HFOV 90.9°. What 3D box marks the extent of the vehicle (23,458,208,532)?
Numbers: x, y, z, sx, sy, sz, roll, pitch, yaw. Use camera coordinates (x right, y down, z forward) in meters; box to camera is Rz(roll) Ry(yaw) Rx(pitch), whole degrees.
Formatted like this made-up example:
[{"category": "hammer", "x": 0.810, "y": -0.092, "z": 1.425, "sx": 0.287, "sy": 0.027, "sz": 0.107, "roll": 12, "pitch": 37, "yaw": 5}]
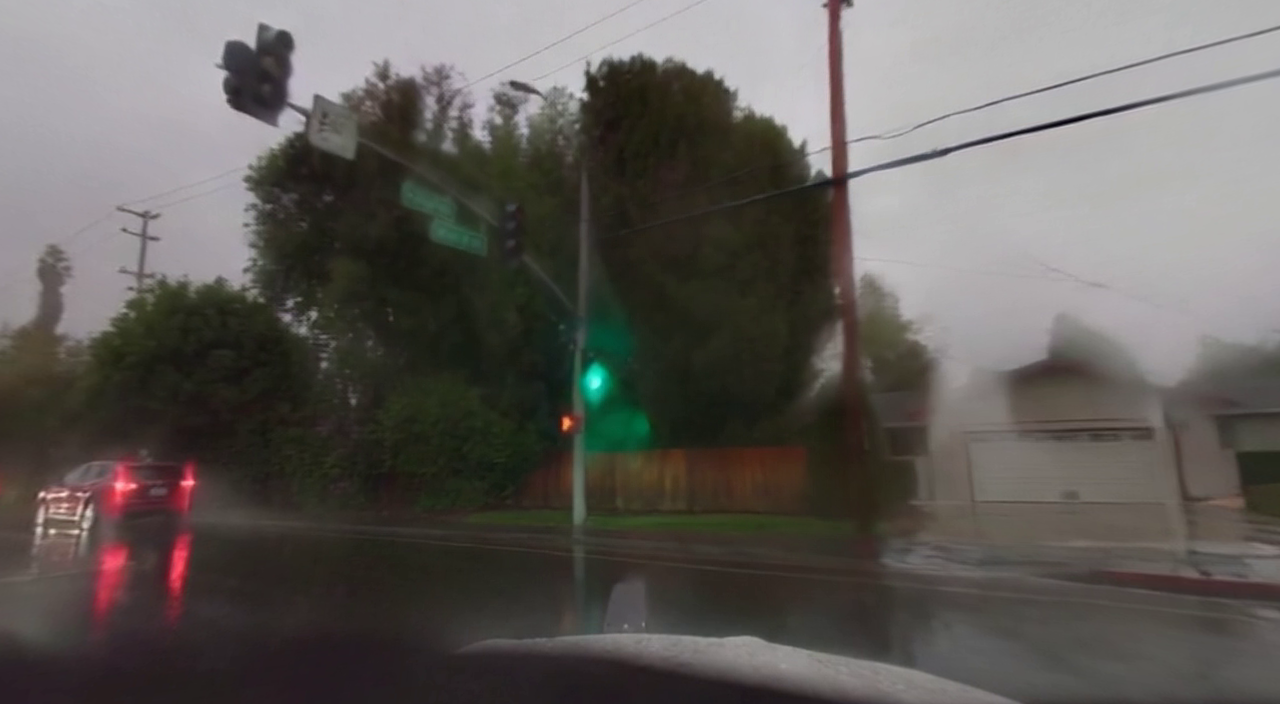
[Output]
[{"category": "vehicle", "x": -12.917, "y": 3.391, "z": 15.480, "sx": 4.512, "sy": 1.506, "sz": 2.078, "roll": -6, "pitch": -11, "yaw": 32}]
